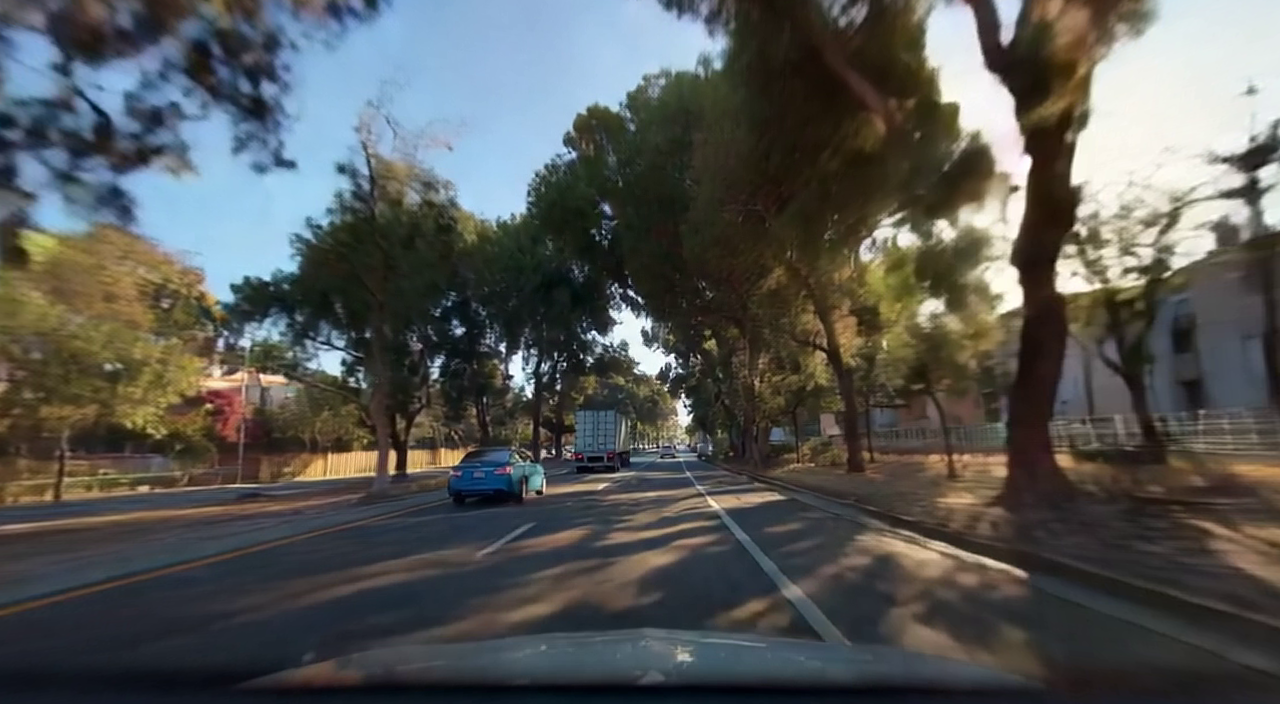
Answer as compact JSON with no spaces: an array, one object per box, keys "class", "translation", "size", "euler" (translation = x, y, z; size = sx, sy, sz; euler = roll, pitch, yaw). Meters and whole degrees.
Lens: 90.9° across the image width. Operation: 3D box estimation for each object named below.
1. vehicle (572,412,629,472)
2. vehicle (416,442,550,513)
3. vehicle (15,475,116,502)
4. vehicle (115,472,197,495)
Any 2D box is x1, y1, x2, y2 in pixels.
[{"class":"vehicle","translation":[-2.230,5.566,38.941],"size":[2.746,3.276,8.572],"euler":[0,-8,2]},{"class":"vehicle","translation":[-3.637,2.984,15.557],"size":[2.005,1.462,4.345],"euler":[-1,-8,3]},{"class":"vehicle","translation":[-34.723,8.237,38.150],"size":[4.333,1.436,1.871],"euler":[-1,-9,4]},{"class":"vehicle","translation":[-33.537,9.093,43.734],"size":[4.356,1.457,1.759],"euler":[-1,-9,5]}]
